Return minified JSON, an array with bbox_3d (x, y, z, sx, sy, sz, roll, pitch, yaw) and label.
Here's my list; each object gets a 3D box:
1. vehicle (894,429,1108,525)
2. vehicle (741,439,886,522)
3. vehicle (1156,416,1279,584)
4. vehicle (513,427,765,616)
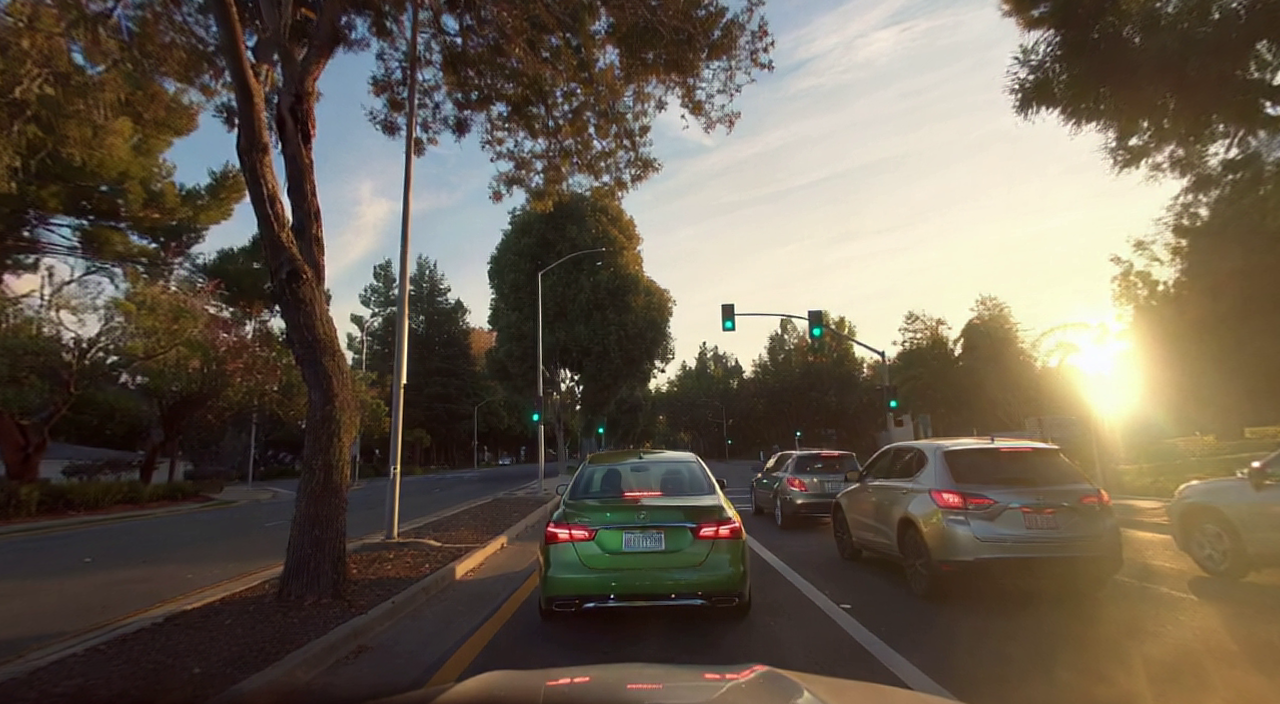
[{"bbox_3d":[7.025,2.465,12.897,1.923,1.611,4.094,0,-9,0],"label":"vehicle"},{"bbox_3d":[3.538,2.714,13.824,1.934,1.494,4.446,0,-9,0],"label":"vehicle"},{"bbox_3d":[6.937,1.336,5.581,1.783,1.572,3.421,0,-9,1],"label":"vehicle"},{"bbox_3d":[0.013,1.677,7.095,2.015,1.502,3.898,0,-9,1],"label":"vehicle"}]
